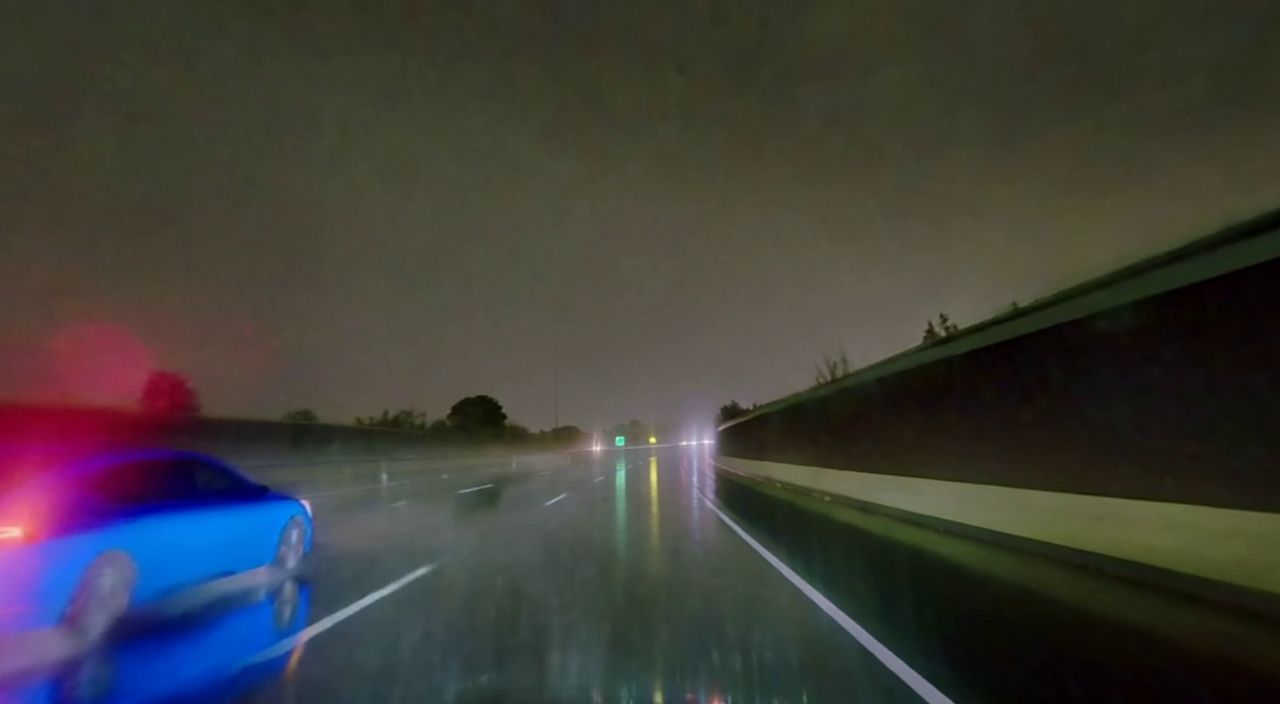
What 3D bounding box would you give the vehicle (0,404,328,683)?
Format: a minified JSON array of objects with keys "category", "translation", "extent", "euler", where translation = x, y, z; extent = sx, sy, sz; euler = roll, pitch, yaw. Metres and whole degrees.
[{"category":"vehicle","translation":[-4.448,1.296,5.071],"extent":[1.928,1.504,3.745],"euler":[0,-9,0]}]
